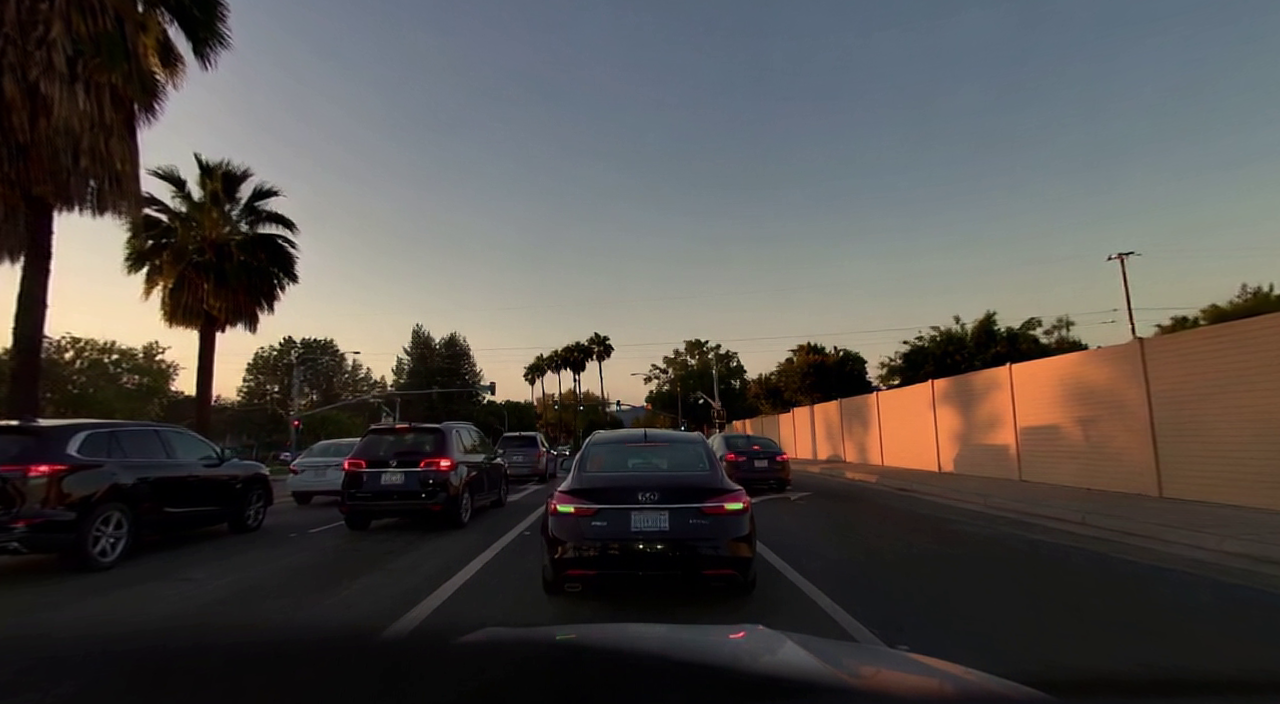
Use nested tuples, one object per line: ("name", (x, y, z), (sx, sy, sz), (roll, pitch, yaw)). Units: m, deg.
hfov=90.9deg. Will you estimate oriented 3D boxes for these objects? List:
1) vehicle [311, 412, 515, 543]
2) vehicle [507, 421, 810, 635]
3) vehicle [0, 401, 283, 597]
("vehicle", (-3.481, 2.003, 10.672), (2.007, 1.746, 4.136), (0, -8, -2))
("vehicle", (0.062, 1.554, 6.633), (2.128, 1.473, 4.272), (0, -8, -2))
("vehicle", (-6.680, 1.627, 7.817), (1.963, 1.721, 4.467), (0, -8, -2))
